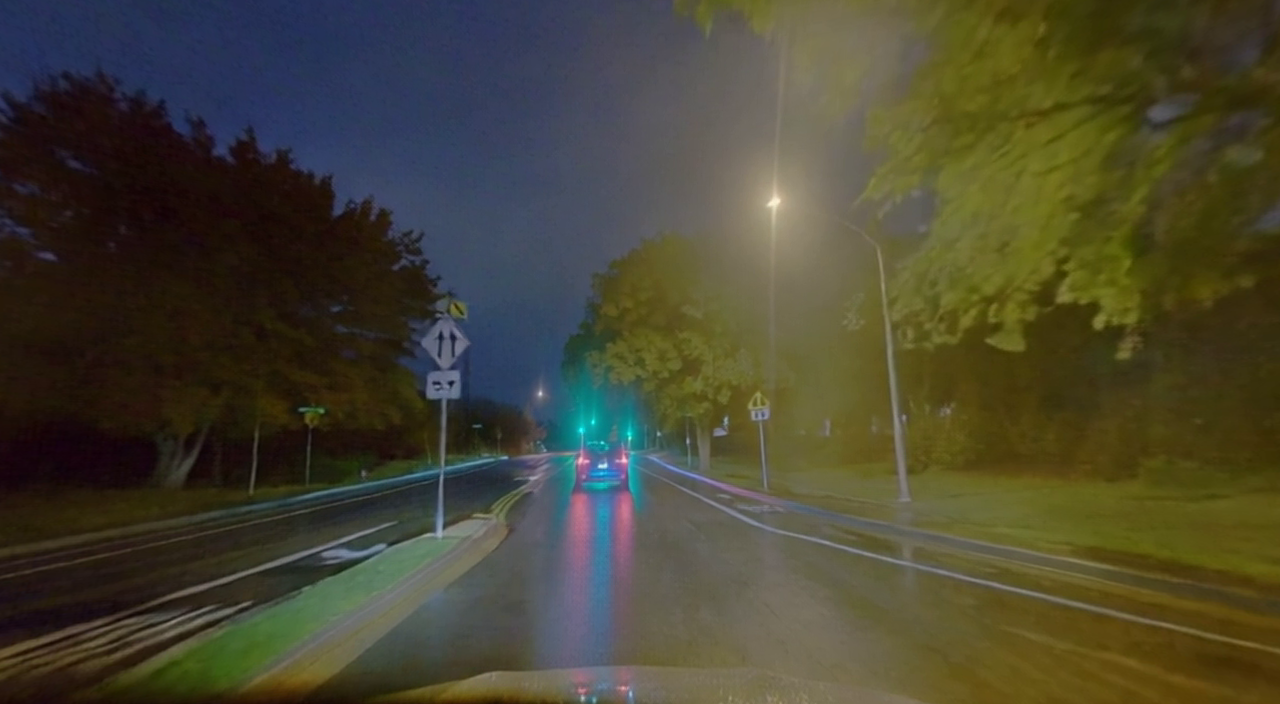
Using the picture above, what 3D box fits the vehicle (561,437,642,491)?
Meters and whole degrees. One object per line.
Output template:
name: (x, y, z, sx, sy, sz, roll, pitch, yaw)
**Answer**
vehicle: (-1.202, 3.498, 20.103, 2.295, 1.510, 4.364, 0, -8, -3)
